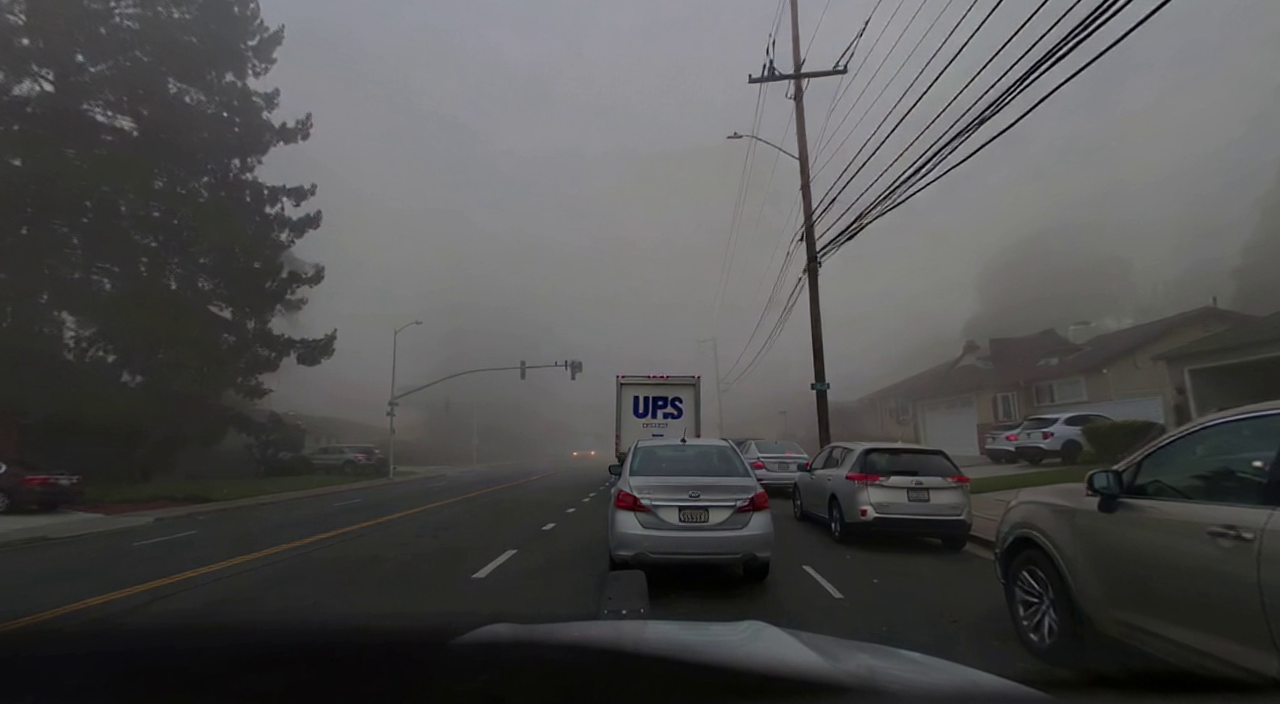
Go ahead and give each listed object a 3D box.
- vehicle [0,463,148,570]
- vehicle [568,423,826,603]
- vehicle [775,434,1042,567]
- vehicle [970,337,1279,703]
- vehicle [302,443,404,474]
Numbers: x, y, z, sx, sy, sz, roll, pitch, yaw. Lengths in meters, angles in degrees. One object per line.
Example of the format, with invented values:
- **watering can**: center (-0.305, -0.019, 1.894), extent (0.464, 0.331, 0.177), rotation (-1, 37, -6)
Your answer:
- **vehicle**: center (-10.354, 2.500, 9.502), extent (1.925, 1.482, 4.753), rotation (0, -8, 0)
- **vehicle**: center (0.473, 1.682, 7.531), extent (2.158, 1.499, 4.377), rotation (0, -8, 0)
- **vehicle**: center (3.511, 2.011, 9.355), extent (1.993, 1.479, 4.487), rotation (0, -8, 0)
- **vehicle**: center (3.307, 0.772, 1.928), extent (2.069, 1.722, 4.888), rotation (0, -8, 2)
- **vehicle**: center (-17.436, 6.474, 38.303), extent (5.274, 1.793, 1.921), rotation (0, -9, 3)
